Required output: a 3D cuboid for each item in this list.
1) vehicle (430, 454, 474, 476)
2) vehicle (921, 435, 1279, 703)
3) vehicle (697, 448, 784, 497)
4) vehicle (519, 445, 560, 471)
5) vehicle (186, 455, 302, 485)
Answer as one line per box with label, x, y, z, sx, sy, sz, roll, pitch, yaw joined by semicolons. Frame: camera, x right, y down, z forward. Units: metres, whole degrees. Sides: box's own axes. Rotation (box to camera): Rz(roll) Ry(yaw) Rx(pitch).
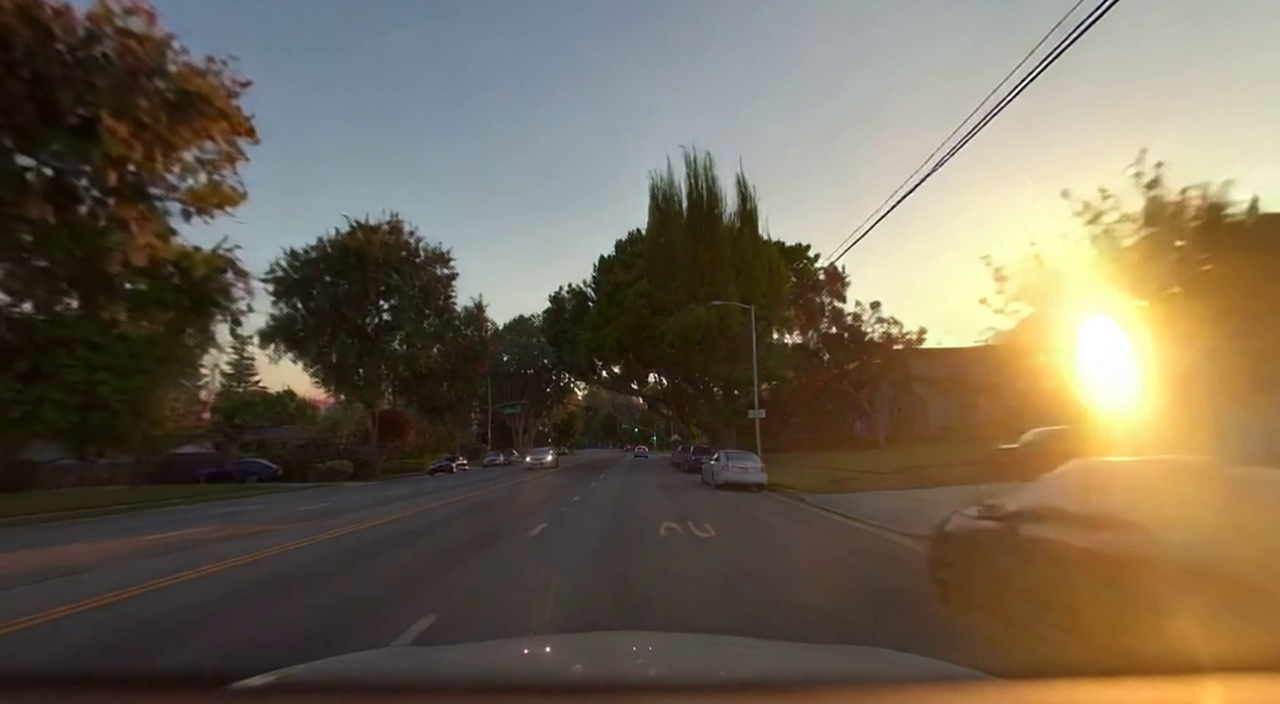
vehicle;-14.050;8.456;47.469;2.021;1.513;4.568;0;-9;-1
vehicle;3.534;1.222;3.488;2.009;1.468;4.414;0;-9;1
vehicle;3.326;4.105;22.022;2.158;1.477;5.135;0;-9;0
vehicle;-7.288;7.743;46.409;2.120;1.726;5.445;0;-9;0
vehicle;-21.289;6.337;34.096;4.870;1.529;2.004;0;-9;0
